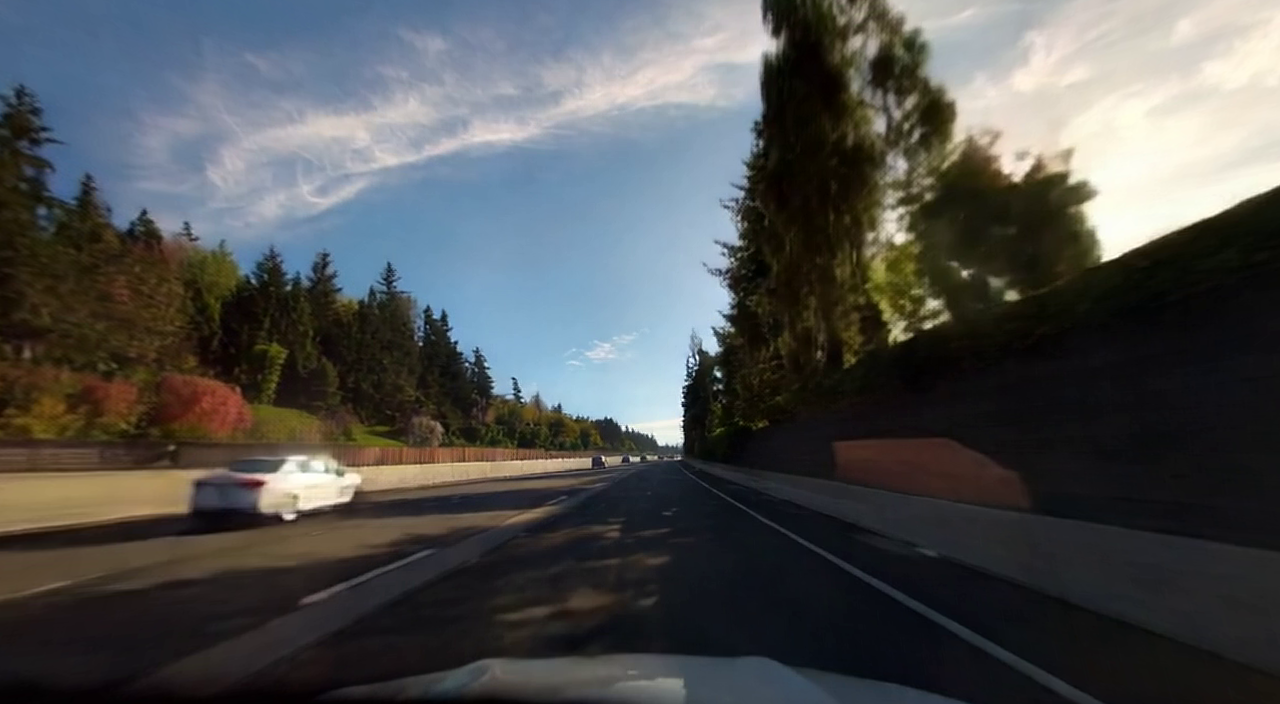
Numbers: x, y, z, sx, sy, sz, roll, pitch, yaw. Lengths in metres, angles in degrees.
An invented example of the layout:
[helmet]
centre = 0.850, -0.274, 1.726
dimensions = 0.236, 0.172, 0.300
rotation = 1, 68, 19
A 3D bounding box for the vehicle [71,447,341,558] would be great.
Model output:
[vehicle]
centre = -6.876, 2.369, 10.593
dimensions = 1.742, 1.494, 3.795
rotation = -1, -9, 1
